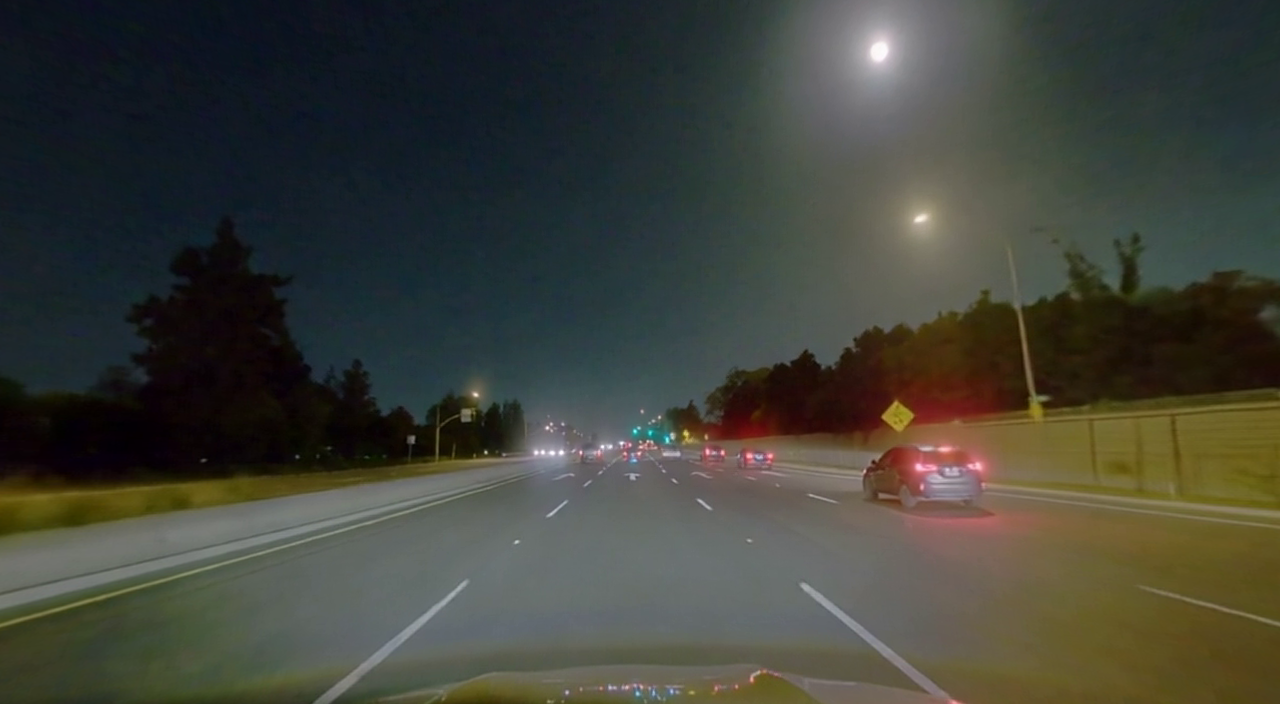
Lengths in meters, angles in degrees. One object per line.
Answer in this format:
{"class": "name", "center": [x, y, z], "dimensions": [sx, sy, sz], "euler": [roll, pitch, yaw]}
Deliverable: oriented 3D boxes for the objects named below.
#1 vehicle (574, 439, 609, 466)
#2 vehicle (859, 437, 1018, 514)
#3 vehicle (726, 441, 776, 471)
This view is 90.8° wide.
{"class": "vehicle", "center": [-3.553, 7.462, 47.077], "dimensions": [2.230, 1.827, 4.406], "euler": [0, -8, 0]}
{"class": "vehicle", "center": [6.688, 2.772, 14.669], "dimensions": [1.838, 1.518, 3.713], "euler": [0, -8, 0]}
{"class": "vehicle", "center": [6.304, 5.974, 36.405], "dimensions": [1.987, 1.597, 4.463], "euler": [0, -8, -1]}
